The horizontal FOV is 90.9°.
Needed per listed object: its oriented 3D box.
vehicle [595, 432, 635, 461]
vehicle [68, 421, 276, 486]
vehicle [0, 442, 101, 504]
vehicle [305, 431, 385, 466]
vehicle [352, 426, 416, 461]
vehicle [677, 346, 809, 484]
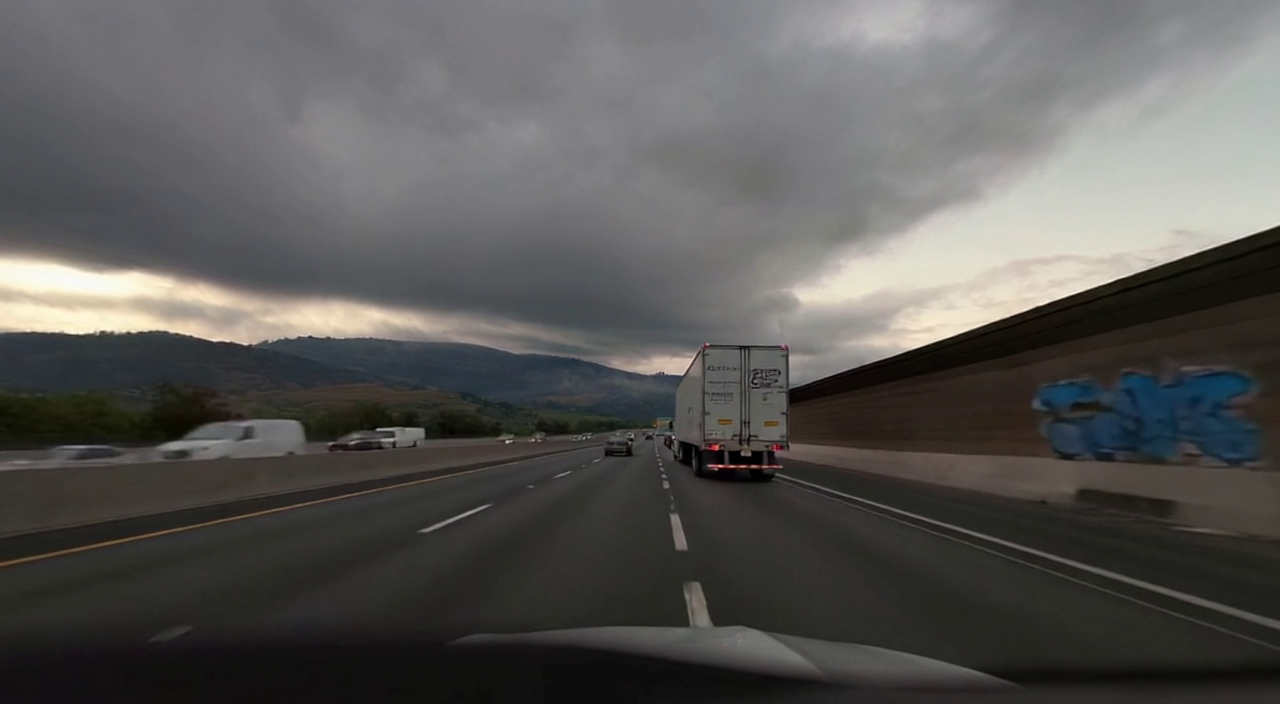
[{"bbox_3d":[-1.372,5.370,36.026,1.982,1.535,4.519,0,-8,1],"label":"vehicle"},{"bbox_3d":[-12.086,2.644,16.805,1.938,1.492,4.559,0,-8,2],"label":"vehicle"},{"bbox_3d":[-16.023,2.922,15.317,1.798,1.440,4.526,0,-8,1],"label":"vehicle"},{"bbox_3d":[-15.315,5.018,33.049,1.952,1.709,4.365,0,-8,2],"label":"vehicle"},{"bbox_3d":[-18.987,6.822,47.120,2.173,2.471,5.845,0,-8,1],"label":"vehicle"},{"bbox_3d":[3.126,2.431,22.661,2.921,3.765,10.773,0,-8,0],"label":"vehicle"}]
